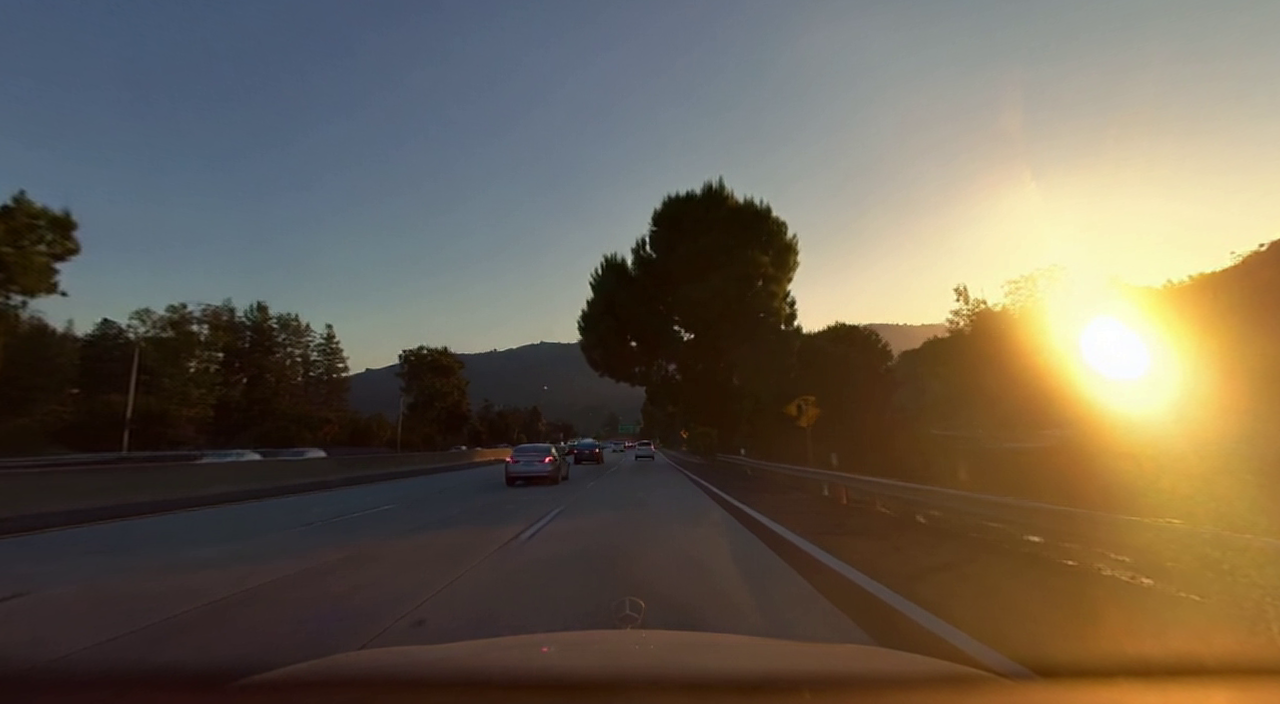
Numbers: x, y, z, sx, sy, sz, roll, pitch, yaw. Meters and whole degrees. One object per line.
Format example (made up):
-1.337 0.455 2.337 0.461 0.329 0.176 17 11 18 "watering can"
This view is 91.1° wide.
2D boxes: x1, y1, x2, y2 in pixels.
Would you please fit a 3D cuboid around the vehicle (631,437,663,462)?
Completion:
0.499 7.201 46.477 2.285 1.797 4.478 0 -8 0 "vehicle"

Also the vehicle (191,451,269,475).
-27.604 7.452 42.500 1.872 1.481 4.867 0 -8 2 "vehicle"

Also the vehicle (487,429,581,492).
-3.099 3.280 19.306 2.056 1.679 4.204 0 -8 1 "vehicle"

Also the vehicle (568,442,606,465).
-3.428 6.668 41.479 2.055 1.431 3.921 0 -8 1 "vehicle"

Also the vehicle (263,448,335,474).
-20.988 6.708 38.859 1.797 1.472 4.619 0 -8 1 "vehicle"
